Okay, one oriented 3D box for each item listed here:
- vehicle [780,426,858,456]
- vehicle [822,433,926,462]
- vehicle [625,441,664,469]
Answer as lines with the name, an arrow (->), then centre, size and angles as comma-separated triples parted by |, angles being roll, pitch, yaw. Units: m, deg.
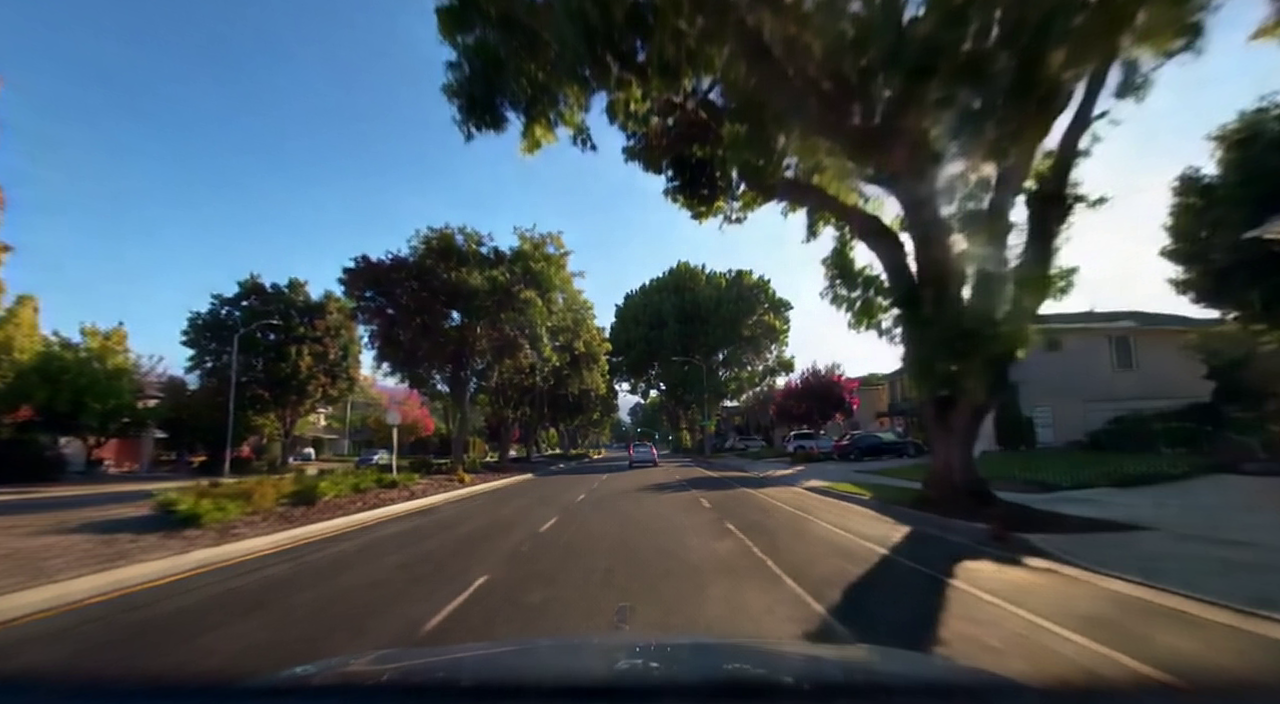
vehicle -> 12.774, 6.412, 45.011 | 4.923, 2.019, 1.985 | -1, -9, 2
vehicle -> 12.450, 5.115, 33.630 | 4.787, 1.494, 1.887 | 0, -8, 1
vehicle -> 0.241, 5.787, 35.474 | 2.054, 1.456, 4.003 | 0, -8, 0
